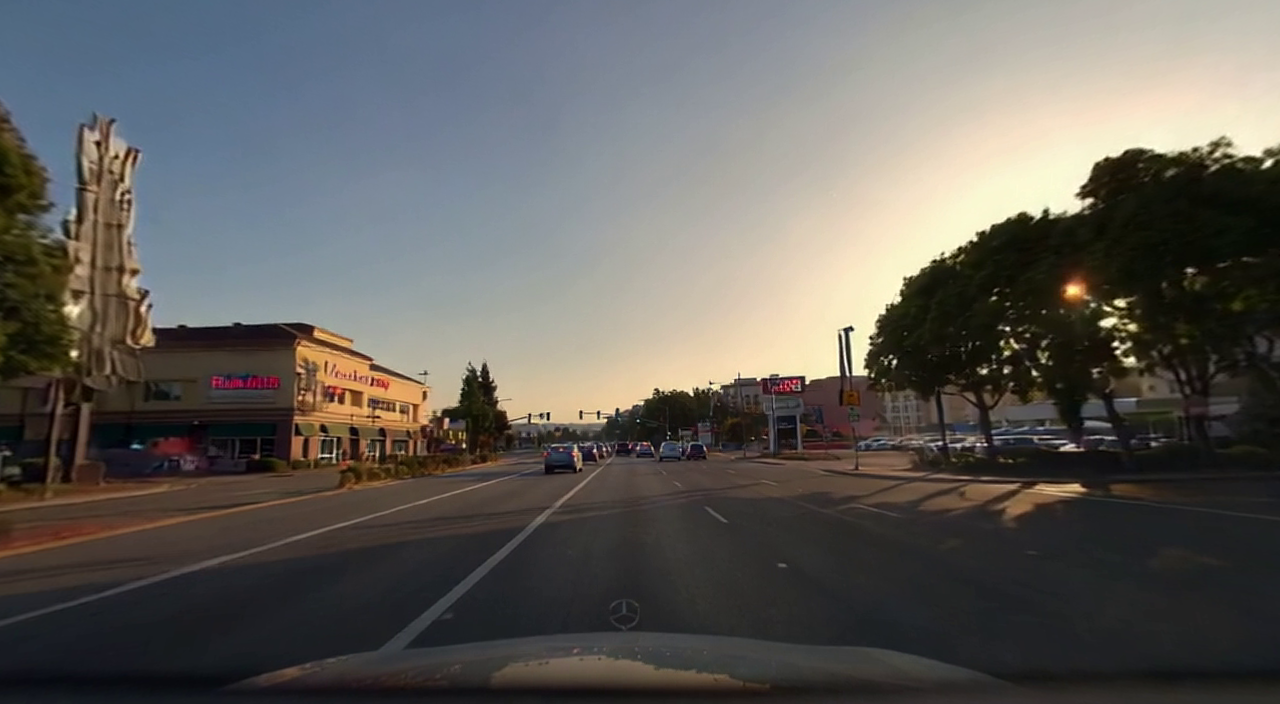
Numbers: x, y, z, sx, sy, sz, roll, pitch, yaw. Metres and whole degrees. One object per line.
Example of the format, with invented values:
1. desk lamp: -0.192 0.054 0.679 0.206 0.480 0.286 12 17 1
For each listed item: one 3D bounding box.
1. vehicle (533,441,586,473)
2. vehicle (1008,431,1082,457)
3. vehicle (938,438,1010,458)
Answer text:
1. vehicle: -3.927 5.216 31.690 2.097 1.497 4.571 0 -8 0
2. vehicle: 30.352 6.913 47.506 4.265 1.659 2.239 -6 -9 23
3. vehicle: 24.731 7.133 47.029 4.554 1.470 2.020 -4 -9 24
